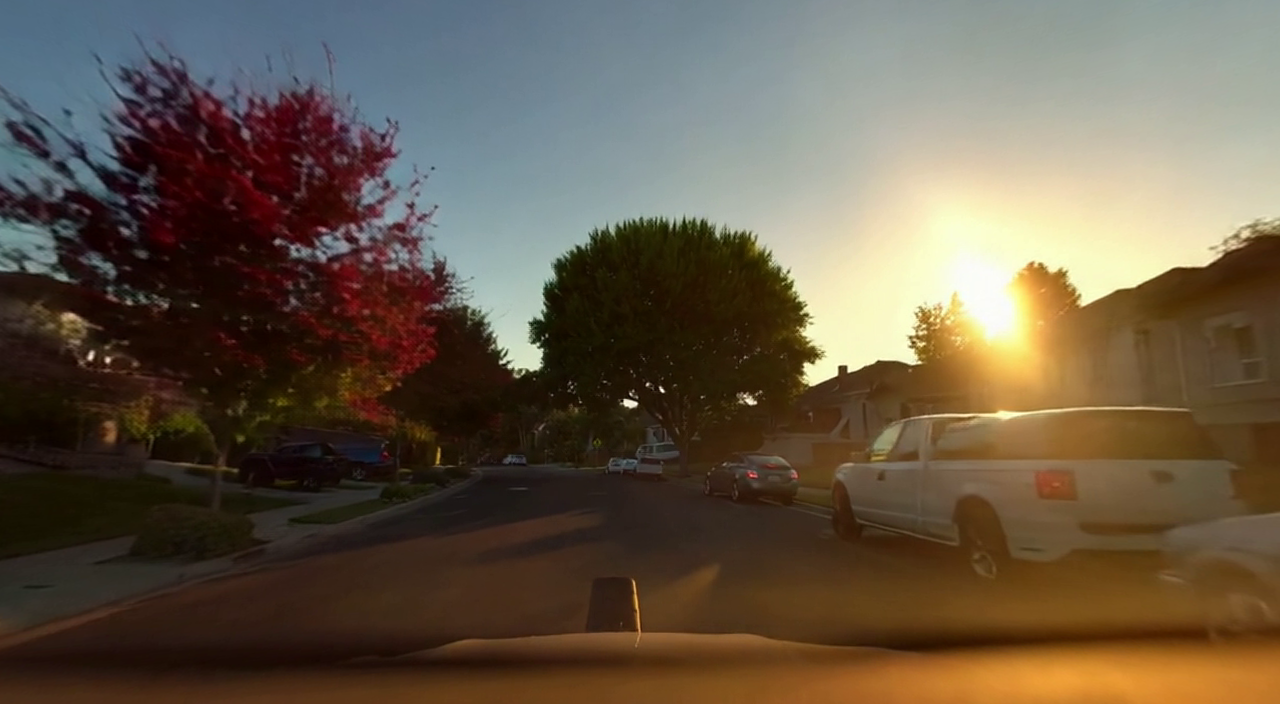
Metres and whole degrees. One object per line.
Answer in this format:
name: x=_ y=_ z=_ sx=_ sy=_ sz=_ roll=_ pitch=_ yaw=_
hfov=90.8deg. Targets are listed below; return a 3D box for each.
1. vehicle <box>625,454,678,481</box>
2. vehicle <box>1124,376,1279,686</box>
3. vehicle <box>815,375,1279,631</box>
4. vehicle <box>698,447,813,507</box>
vehicle: x=0.664 y=7.442 z=40.993 sx=2.193 sy=1.504 sz=4.576 roll=2 pitch=-9 yaw=-16
vehicle: x=5.202 y=0.936 z=2.624 sx=2.690 sy=1.819 sz=4.532 roll=2 pitch=-9 yaw=-2
vehicle: x=4.874 y=1.781 z=8.762 sx=2.788 sy=2.227 sz=6.194 roll=0 pitch=-9 yaw=-3
vehicle: x=3.735 y=4.131 z=21.503 sx=2.111 sy=1.771 sz=4.942 roll=2 pitch=-9 yaw=-11
